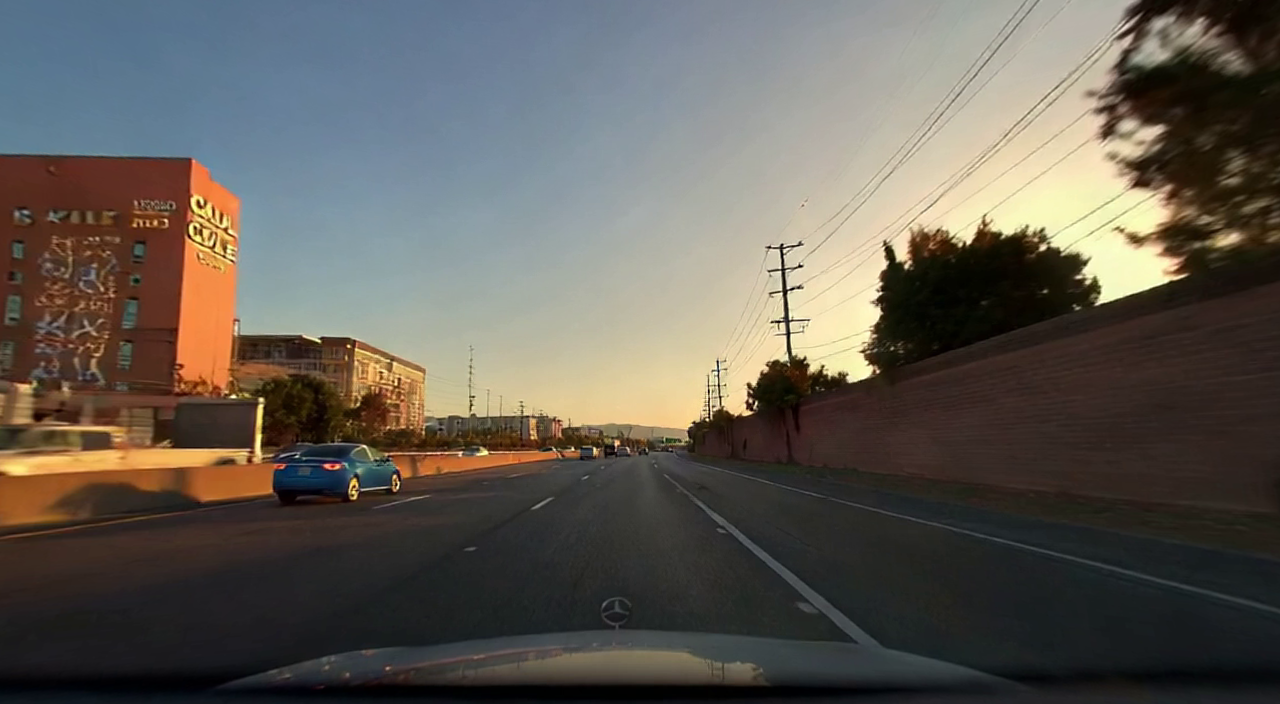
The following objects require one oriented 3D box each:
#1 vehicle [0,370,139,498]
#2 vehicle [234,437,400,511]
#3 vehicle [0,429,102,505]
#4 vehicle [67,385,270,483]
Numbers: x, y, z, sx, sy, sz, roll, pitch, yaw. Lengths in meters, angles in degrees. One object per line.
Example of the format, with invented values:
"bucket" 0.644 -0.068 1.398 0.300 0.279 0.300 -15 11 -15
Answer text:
"vehicle" -22.192 2.461 19.135 2.983 4.074 13.437 0 -8 0
"vehicle" -7.682 2.917 15.550 2.013 1.574 3.923 0 -8 -1
"vehicle" -14.556 2.436 13.355 1.987 1.595 4.976 0 -9 -1
"vehicle" -22.261 4.069 30.830 2.853 4.066 8.898 0 -8 0
